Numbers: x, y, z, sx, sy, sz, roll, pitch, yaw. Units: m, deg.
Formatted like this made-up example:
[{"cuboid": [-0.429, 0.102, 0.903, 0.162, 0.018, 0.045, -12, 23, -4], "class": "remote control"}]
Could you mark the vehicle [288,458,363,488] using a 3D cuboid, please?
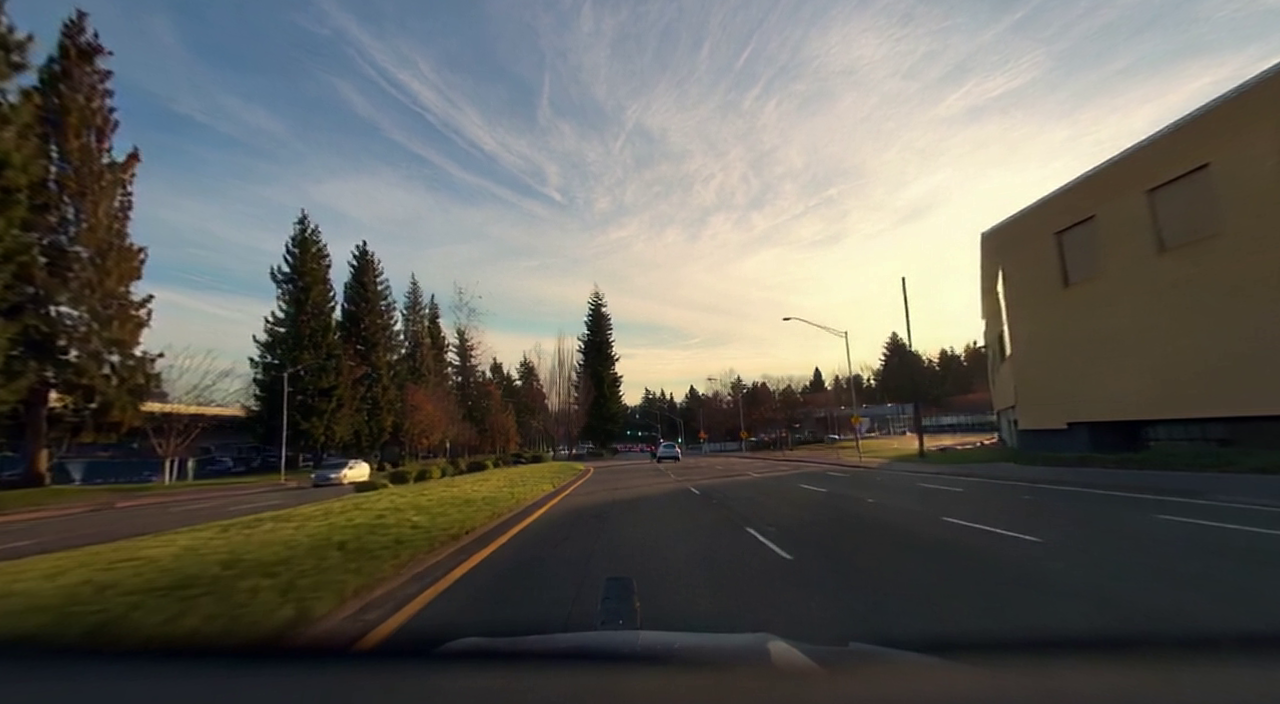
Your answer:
[{"cuboid": [-18.167, 7.001, 36.765, 1.914, 1.524, 4.768, 0, -9, -1], "class": "vehicle"}]
